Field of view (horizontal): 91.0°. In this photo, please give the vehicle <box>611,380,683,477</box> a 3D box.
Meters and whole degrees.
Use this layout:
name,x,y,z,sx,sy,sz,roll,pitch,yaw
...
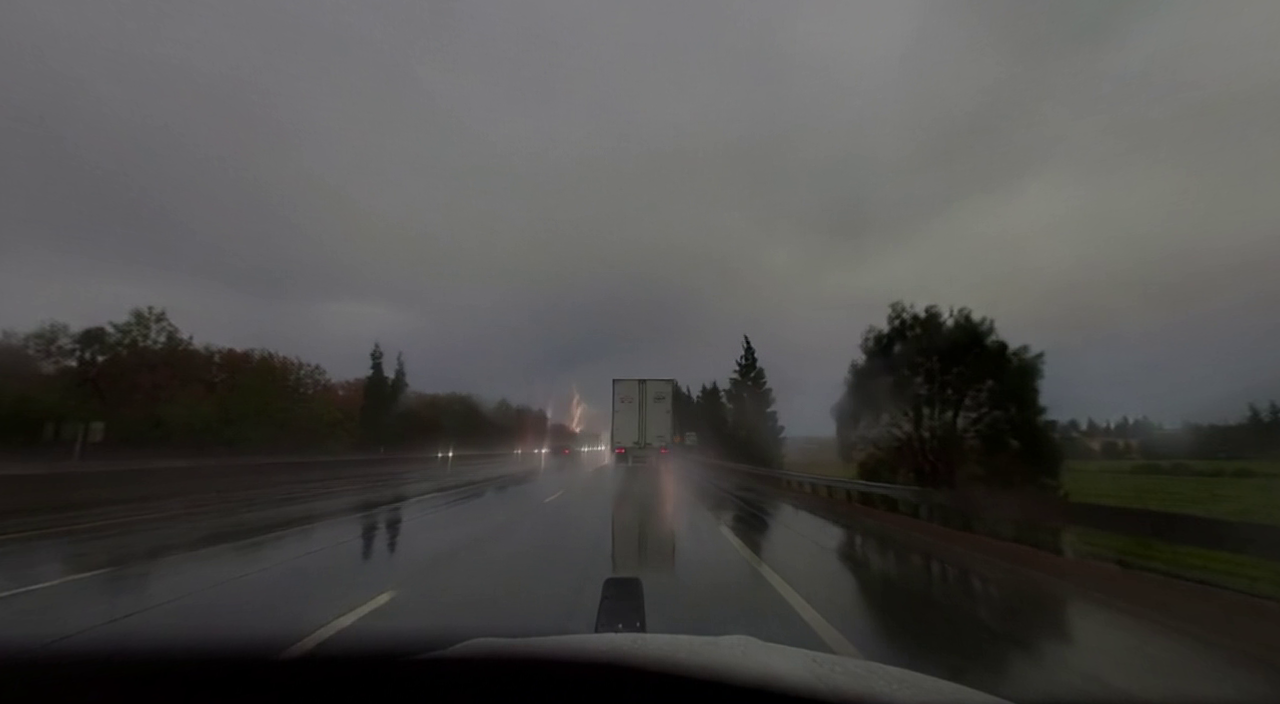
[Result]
name,x,y,z,sx,sy,sz,roll,pitch,yaw
vehicle,0.171,4.107,32.769,3.052,4.132,11.336,0,-9,-1
